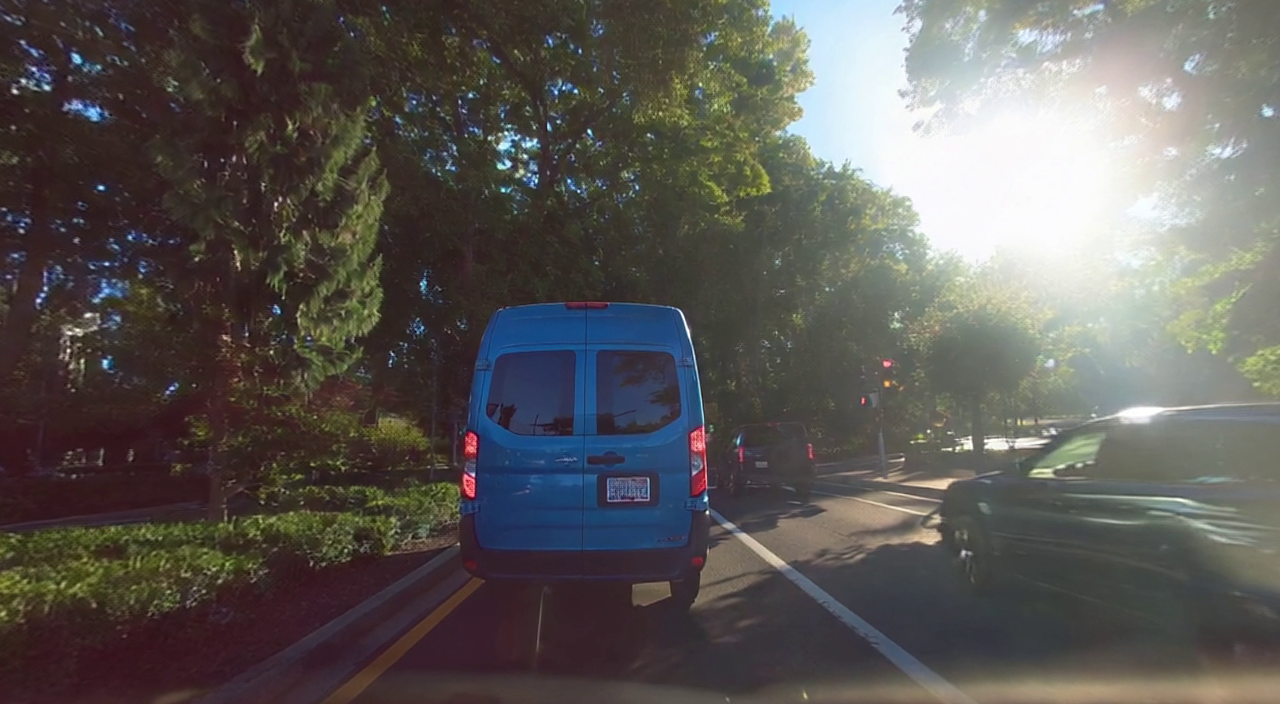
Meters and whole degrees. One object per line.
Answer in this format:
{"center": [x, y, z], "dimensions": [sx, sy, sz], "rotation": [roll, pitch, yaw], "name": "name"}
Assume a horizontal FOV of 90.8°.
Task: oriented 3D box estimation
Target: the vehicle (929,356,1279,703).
{"center": [4.101, 1.041, 4.198], "dimensions": [2.024, 1.692, 4.696], "rotation": [0, -8, -2], "name": "vehicle"}

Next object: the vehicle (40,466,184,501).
{"center": [-24.371, 6.067, 29.306], "dimensions": [4.726, 1.456, 1.873], "rotation": [1, -9, -8], "name": "vehicle"}

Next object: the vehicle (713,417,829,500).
{"center": [3.249, 2.741, 16.546], "dimensions": [1.988, 1.873, 3.968], "rotation": [0, -9, -3], "name": "vehicle"}

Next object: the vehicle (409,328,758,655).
{"center": [-0.348, 1.174, 6.170], "dimensions": [2.145, 2.046, 4.309], "rotation": [0, -9, 0], "name": "vehicle"}
